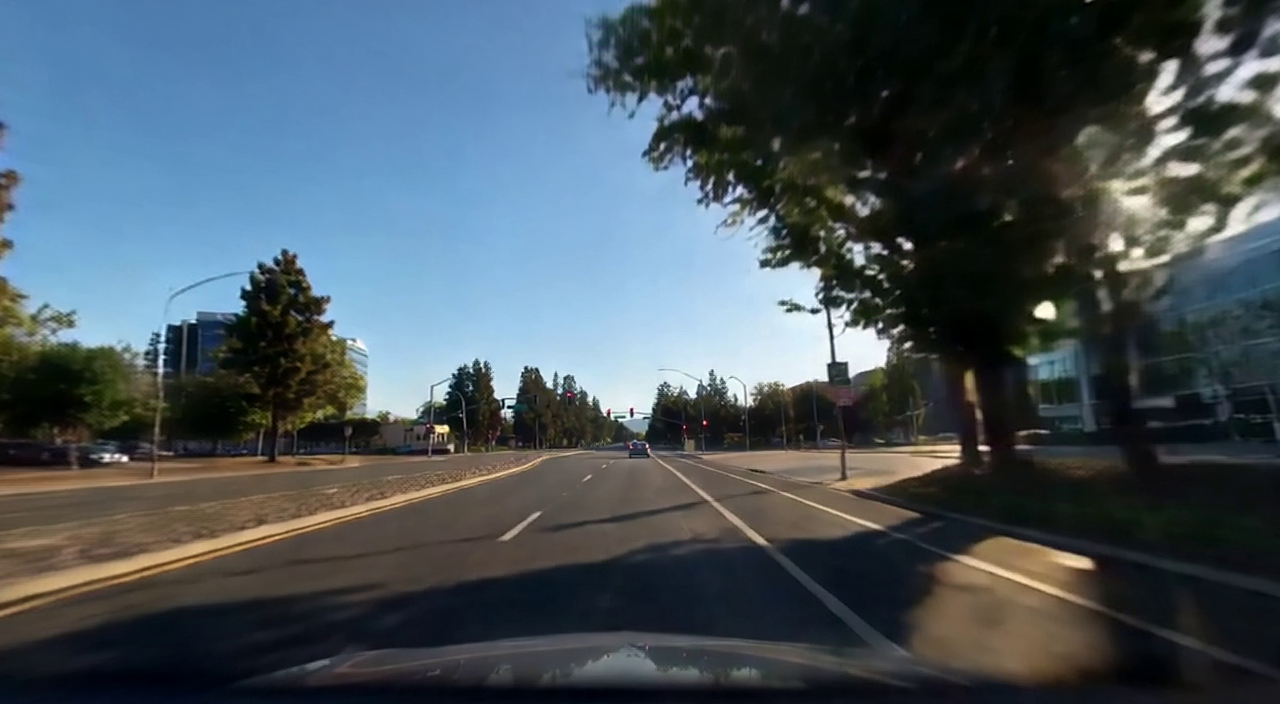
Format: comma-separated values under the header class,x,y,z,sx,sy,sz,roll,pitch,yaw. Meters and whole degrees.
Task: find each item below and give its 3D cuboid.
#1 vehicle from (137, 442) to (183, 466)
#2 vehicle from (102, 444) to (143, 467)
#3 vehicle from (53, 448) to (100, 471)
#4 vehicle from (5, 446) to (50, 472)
class,x,y,z,sx,sy,sz,roll,pitch,yaw
vehicle,-37.920,8.018,49.831,4.235,1.748,2.001,-7,-11,42
vehicle,-38.186,7.593,46.539,3.758,1.545,1.763,-8,-12,43
vehicle,-37.967,7.169,42.528,3.969,1.433,1.835,-7,-11,42
vehicle,-38.920,6.779,40.107,3.778,1.445,1.746,-6,-11,44
